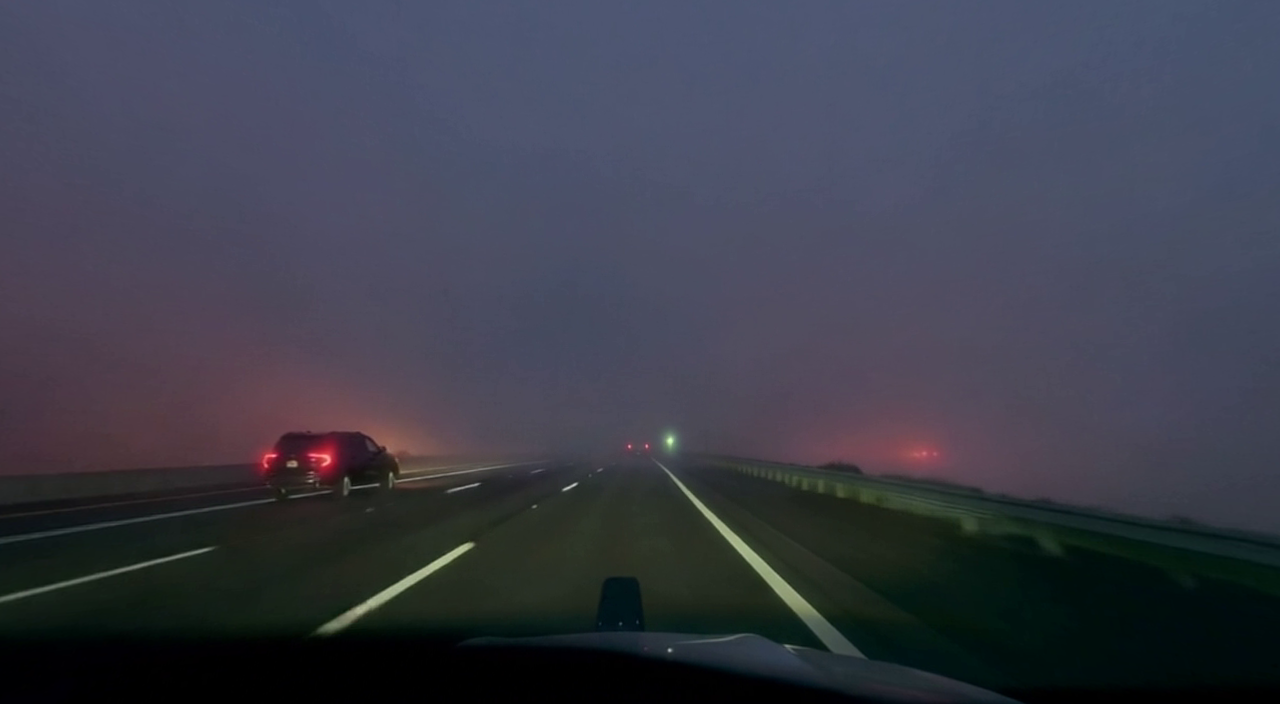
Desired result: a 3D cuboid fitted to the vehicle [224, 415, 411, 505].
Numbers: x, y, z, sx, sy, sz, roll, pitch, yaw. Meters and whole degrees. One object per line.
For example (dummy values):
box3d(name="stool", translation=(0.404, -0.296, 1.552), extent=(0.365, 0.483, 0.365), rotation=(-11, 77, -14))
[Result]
box3d(name="vehicle", translation=(-8.014, 2.752, 16.389), extent=(2.163, 1.947, 4.959), rotation=(0, -9, 1))
